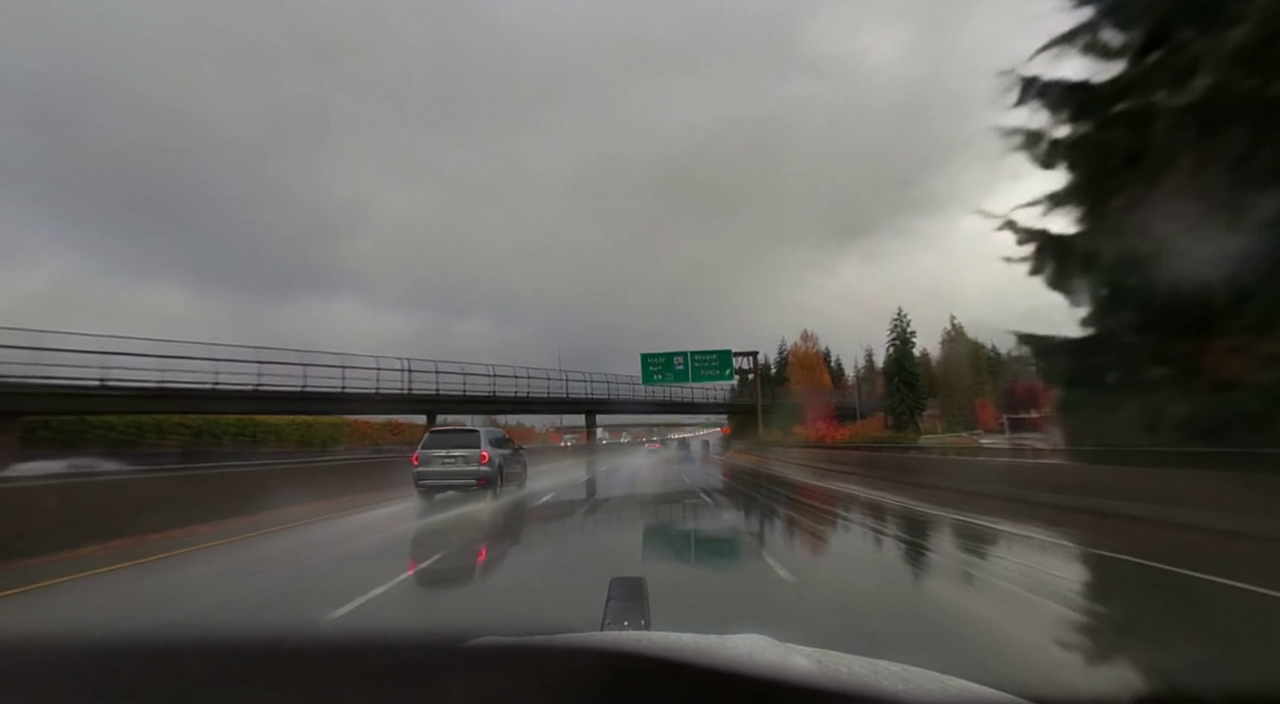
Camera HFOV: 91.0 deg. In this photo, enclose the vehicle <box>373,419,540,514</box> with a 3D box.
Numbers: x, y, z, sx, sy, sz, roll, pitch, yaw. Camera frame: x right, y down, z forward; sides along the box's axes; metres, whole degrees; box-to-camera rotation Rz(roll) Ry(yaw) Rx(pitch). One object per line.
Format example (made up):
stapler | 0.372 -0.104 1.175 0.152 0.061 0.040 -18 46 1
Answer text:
vehicle | -3.684 2.397 13.675 2.177 1.707 4.432 0 -8 2
